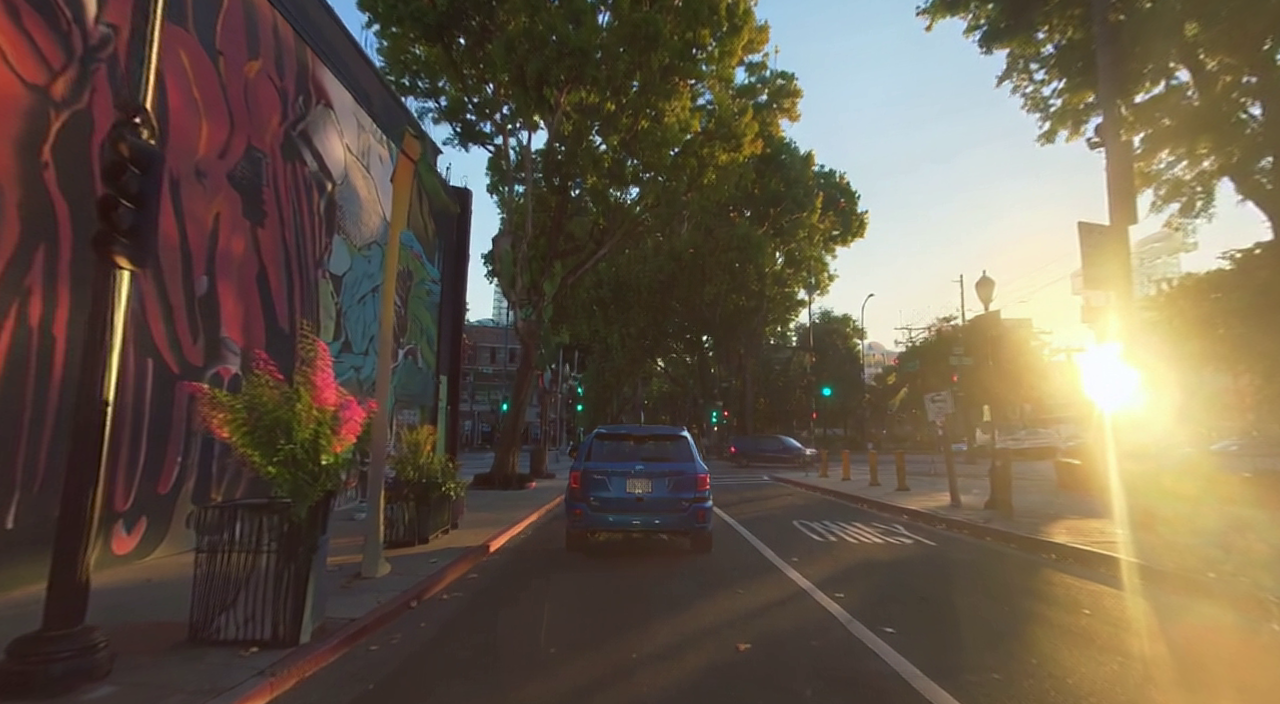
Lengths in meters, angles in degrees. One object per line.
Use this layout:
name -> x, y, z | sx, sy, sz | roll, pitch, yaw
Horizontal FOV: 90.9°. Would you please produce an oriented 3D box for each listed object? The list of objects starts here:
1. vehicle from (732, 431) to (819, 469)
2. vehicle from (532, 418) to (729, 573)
vehicle -> 7.966, 5.685, 36.710 | 2.448, 2.063, 5.513 | -8, -11, 41
vehicle -> -0.118, 1.814, 8.692 | 2.079, 1.621, 3.861 | 0, -8, 0
